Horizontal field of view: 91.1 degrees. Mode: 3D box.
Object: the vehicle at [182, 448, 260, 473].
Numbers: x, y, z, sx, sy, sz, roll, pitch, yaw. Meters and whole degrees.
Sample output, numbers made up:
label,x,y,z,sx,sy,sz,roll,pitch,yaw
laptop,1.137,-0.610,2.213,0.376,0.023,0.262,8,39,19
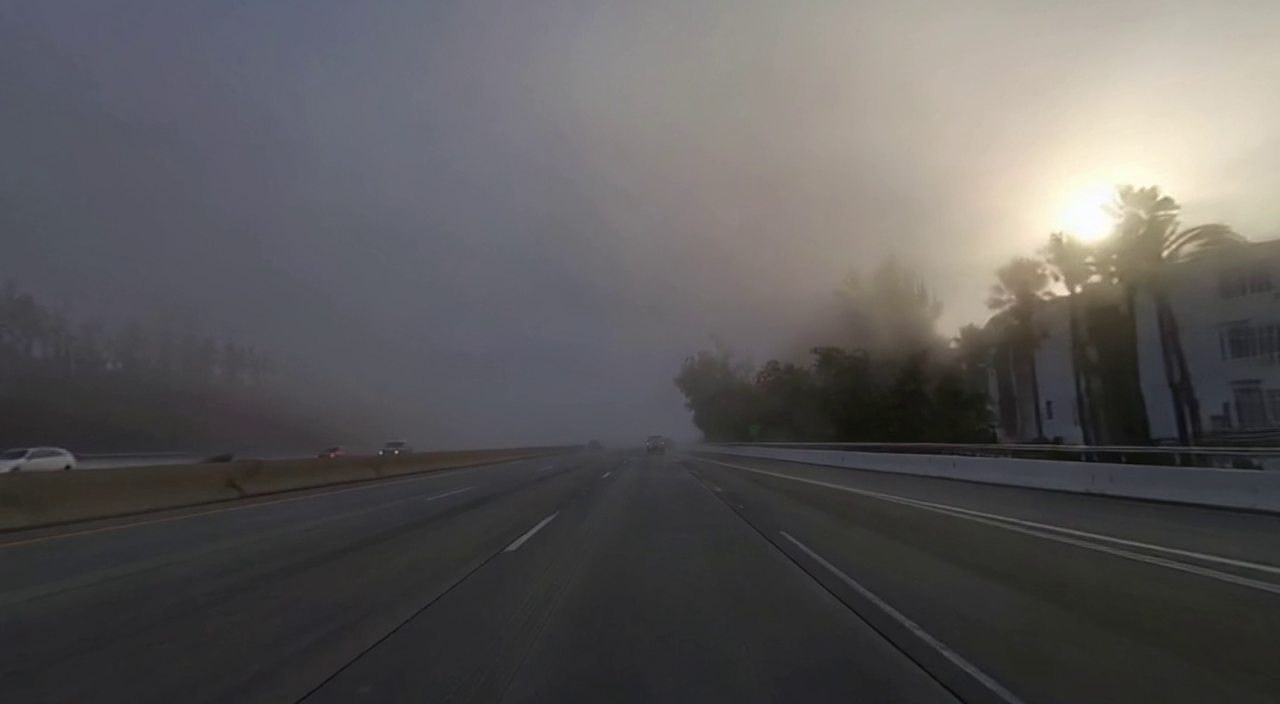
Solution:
label,x,y,z,sx,sy,sz,roll,pitch,yaw
vehicle,-26.949,6.972,40.566,1.841,1.472,4.562,0,-8,1
